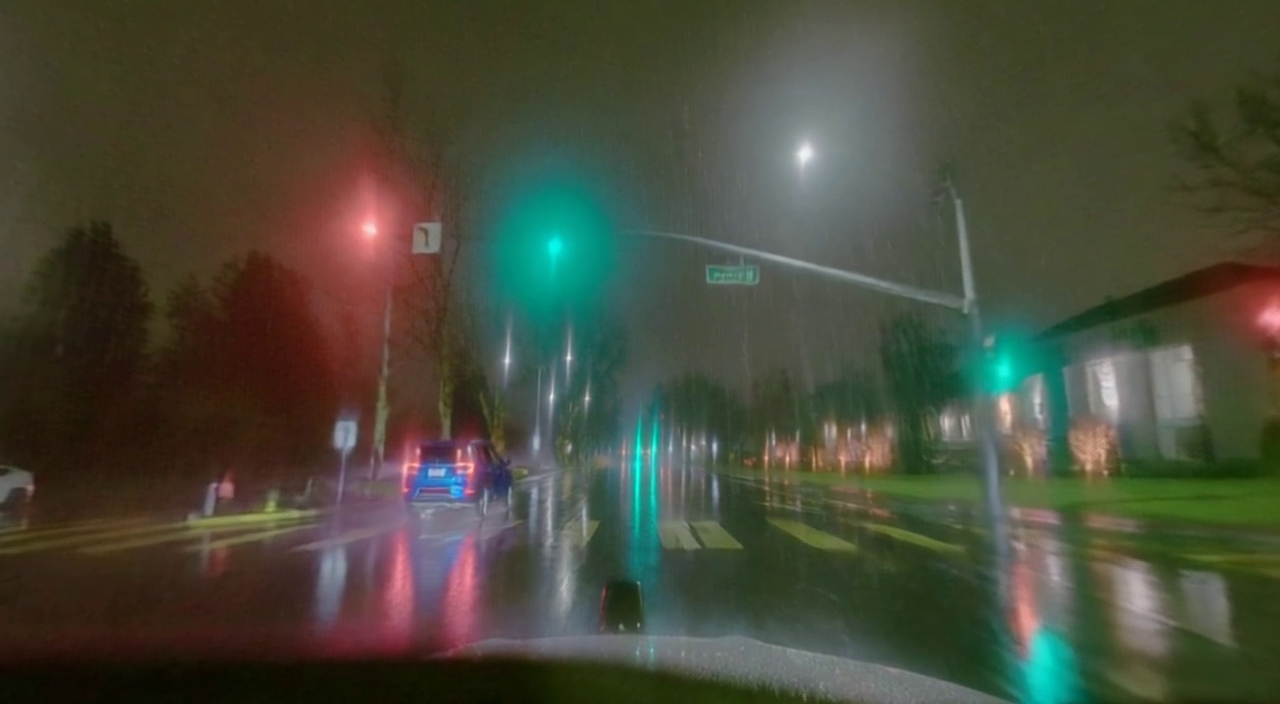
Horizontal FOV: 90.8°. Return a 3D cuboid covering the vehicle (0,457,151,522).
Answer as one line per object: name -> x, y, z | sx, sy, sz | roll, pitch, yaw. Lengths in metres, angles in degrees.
vehicle -> -16.565, 3.737, 17.737 | 1.941, 1.495, 4.713 | 0, -8, -1

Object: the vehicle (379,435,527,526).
vehicle -> -3.978, 2.796, 14.335 | 1.993, 1.733, 4.262 | 0, -8, 1
